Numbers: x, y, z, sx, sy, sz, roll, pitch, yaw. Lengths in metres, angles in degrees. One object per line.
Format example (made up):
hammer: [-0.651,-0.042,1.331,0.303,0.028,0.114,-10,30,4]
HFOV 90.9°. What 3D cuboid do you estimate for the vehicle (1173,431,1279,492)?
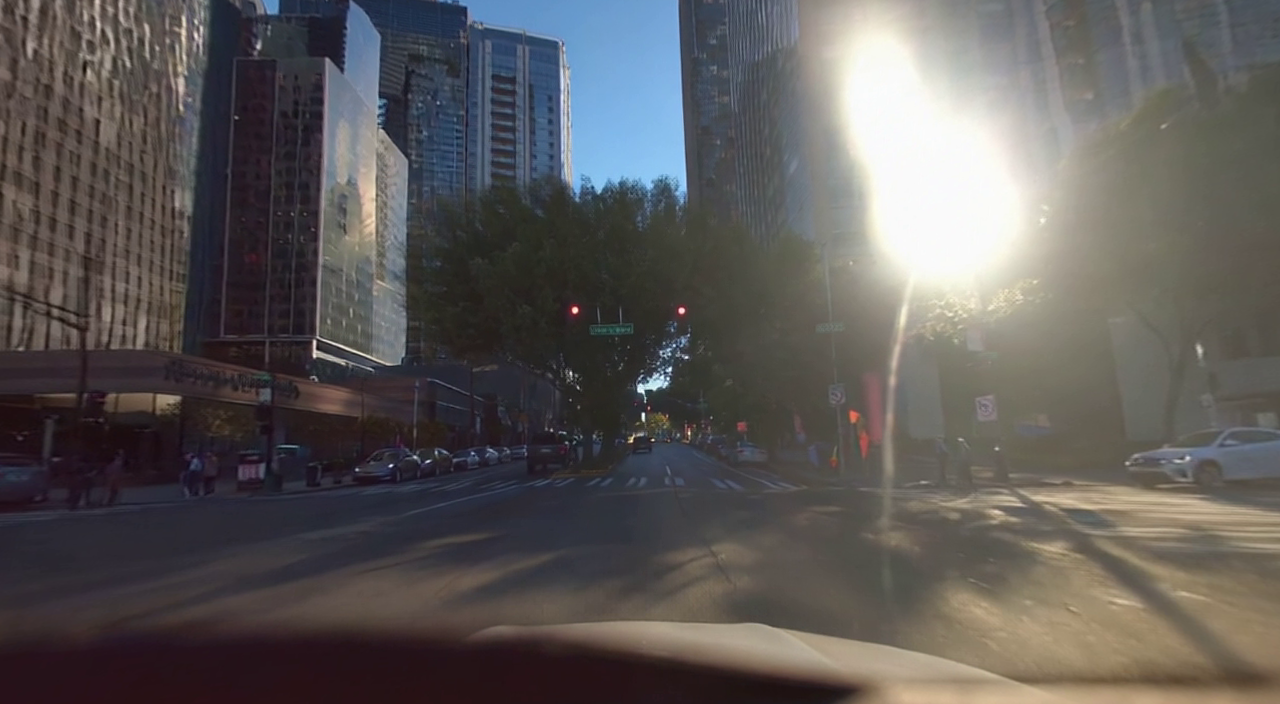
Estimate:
vehicle: [17.119,2.853,16.605,4.293,1.495,1.935,0,-8,1]

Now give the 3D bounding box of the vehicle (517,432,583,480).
vehicle: [-3.859,4.533,27.787,2.176,1.804,4.740,-2,-8,0]

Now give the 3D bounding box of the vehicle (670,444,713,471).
vehicle: [2.754,5.686,34.310,1.919,1.371,3.583,0,-8,-2]

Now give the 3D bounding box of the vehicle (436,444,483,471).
vehicle: [-12.269,7.210,43.191,1.854,1.727,4.426,0,-8,1]

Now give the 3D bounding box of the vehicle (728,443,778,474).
vehicle: [6.029,5.684,34.068,1.882,1.479,4.652,2,-8,0]

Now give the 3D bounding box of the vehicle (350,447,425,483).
vehicle: [-12.700,5.693,32.044,2.118,1.644,4.188,0,-8,-1]

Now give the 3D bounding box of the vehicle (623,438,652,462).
vehicle: [-0.208,7.585,49.061,2.165,1.749,4.078,0,-8,0]
